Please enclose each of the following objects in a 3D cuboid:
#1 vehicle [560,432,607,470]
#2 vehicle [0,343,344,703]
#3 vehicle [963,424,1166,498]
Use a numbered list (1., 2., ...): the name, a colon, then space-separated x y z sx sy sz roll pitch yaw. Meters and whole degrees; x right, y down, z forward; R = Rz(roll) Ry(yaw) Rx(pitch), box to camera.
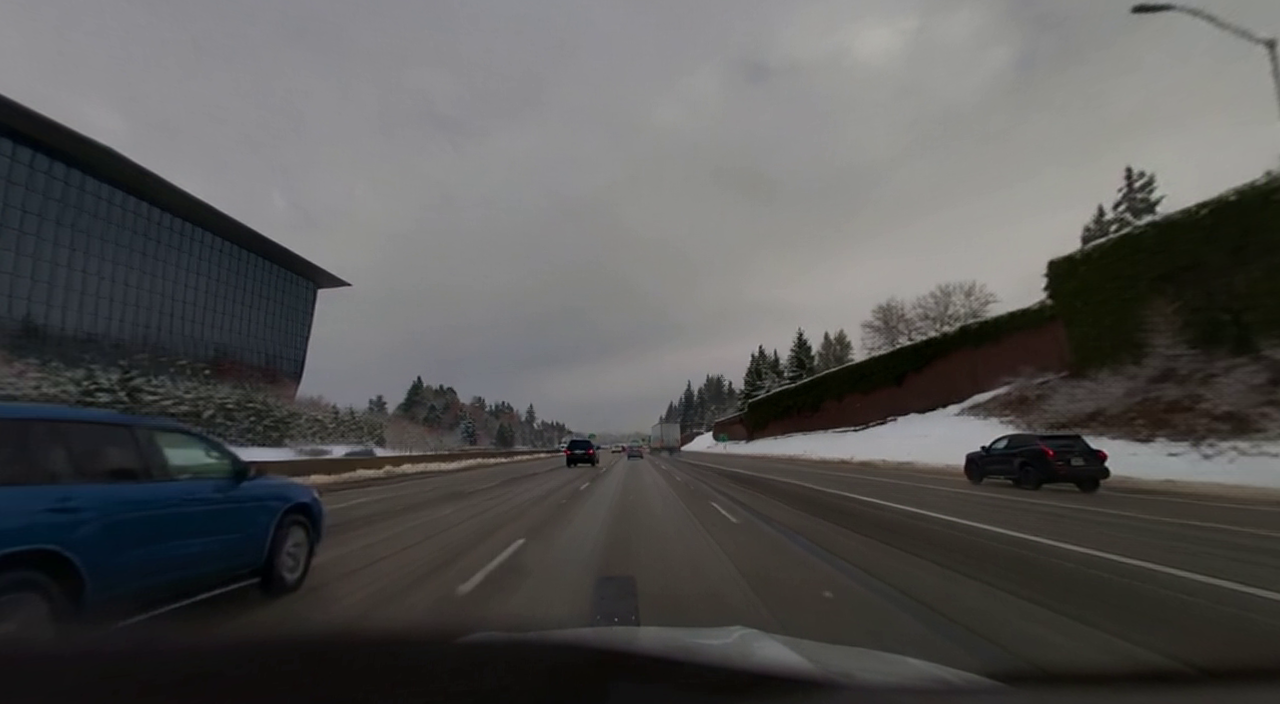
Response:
1. vehicle: -3.222 5.802 37.174 2.284 2.022 5.752 0 -9 -1
2. vehicle: -3.712 0.973 3.566 2.039 1.710 4.237 0 -9 -1
3. vehicle: 11.572 3.025 17.836 2.089 1.787 5.080 0 -9 -1
